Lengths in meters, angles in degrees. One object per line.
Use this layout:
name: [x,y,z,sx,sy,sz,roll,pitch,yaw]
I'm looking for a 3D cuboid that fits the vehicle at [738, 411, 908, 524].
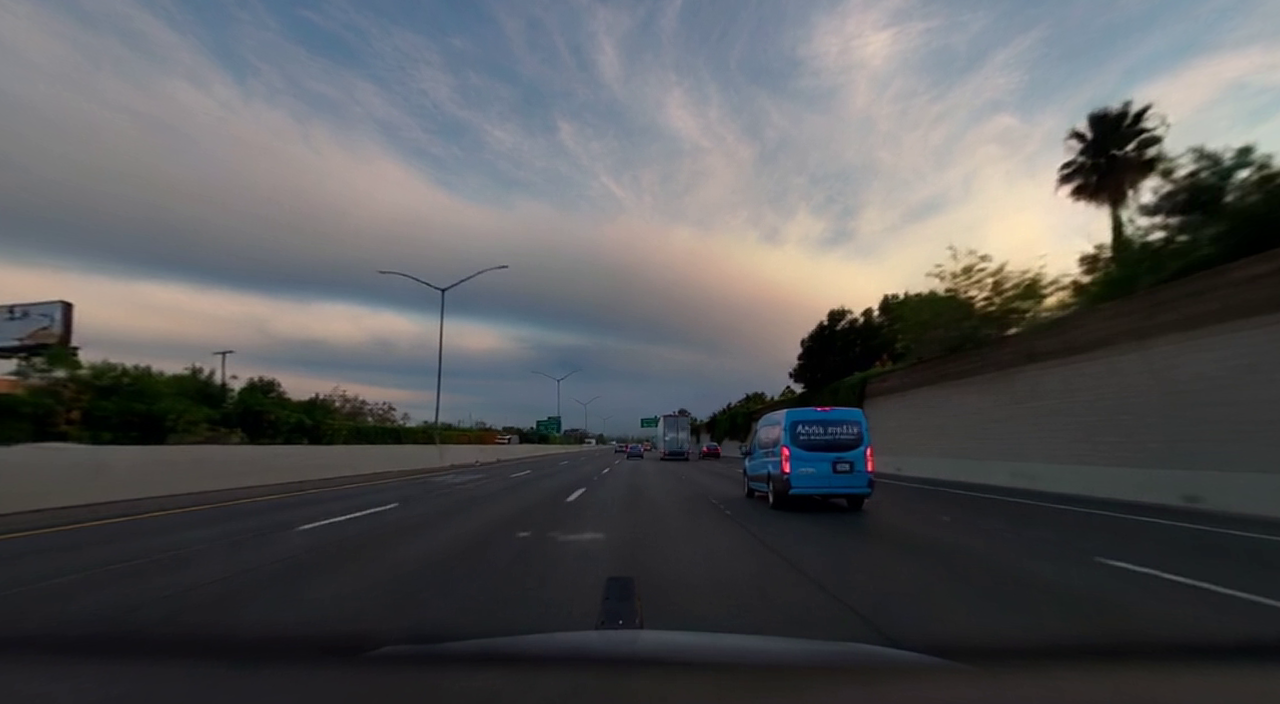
vehicle: [3.554,2.365,13.422,2.035,1.931,4.841,0,-9,-2]
